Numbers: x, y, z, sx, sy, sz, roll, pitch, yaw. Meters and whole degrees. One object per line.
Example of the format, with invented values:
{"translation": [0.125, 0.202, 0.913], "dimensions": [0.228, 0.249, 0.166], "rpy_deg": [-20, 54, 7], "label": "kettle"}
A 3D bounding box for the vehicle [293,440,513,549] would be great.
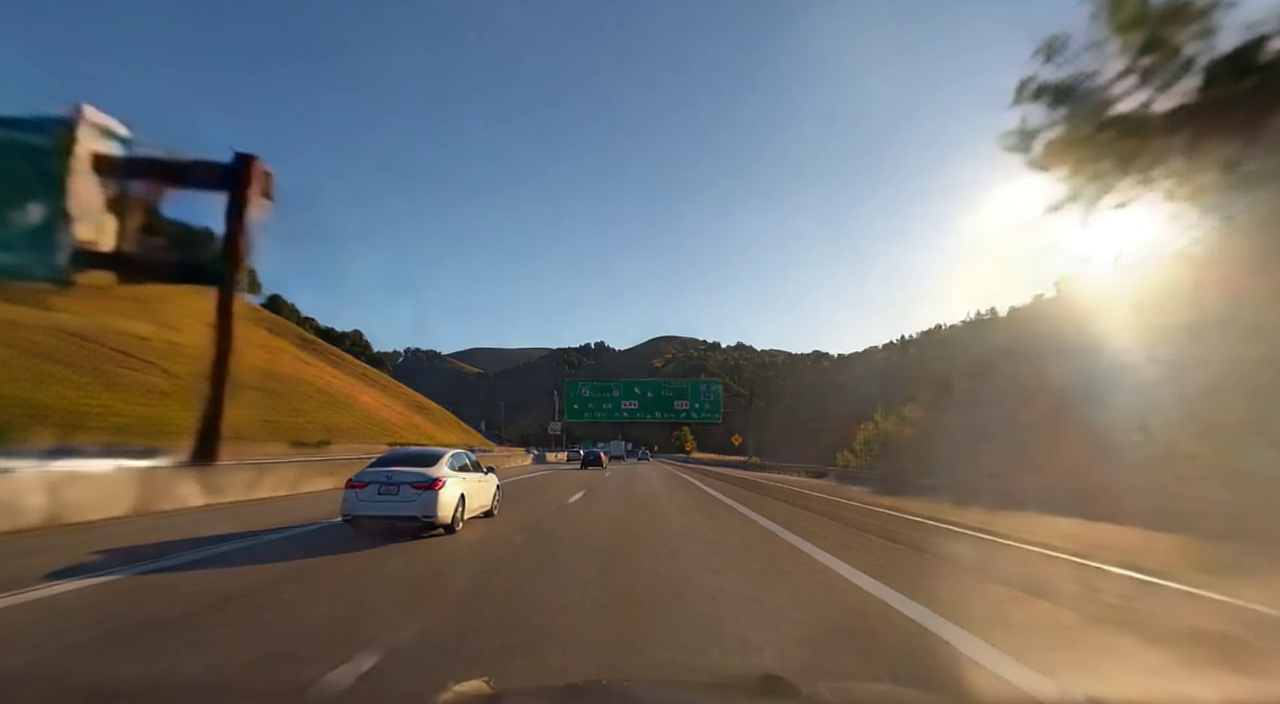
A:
{"translation": [-3.643, 2.280, 10.780], "dimensions": [1.988, 1.440, 4.504], "rpy_deg": [0, -9, 0], "label": "vehicle"}

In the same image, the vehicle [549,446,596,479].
{"translation": [-3.625, 6.043, 34.732], "dimensions": [2.073, 1.694, 4.162], "rpy_deg": [0, -9, 1], "label": "vehicle"}
